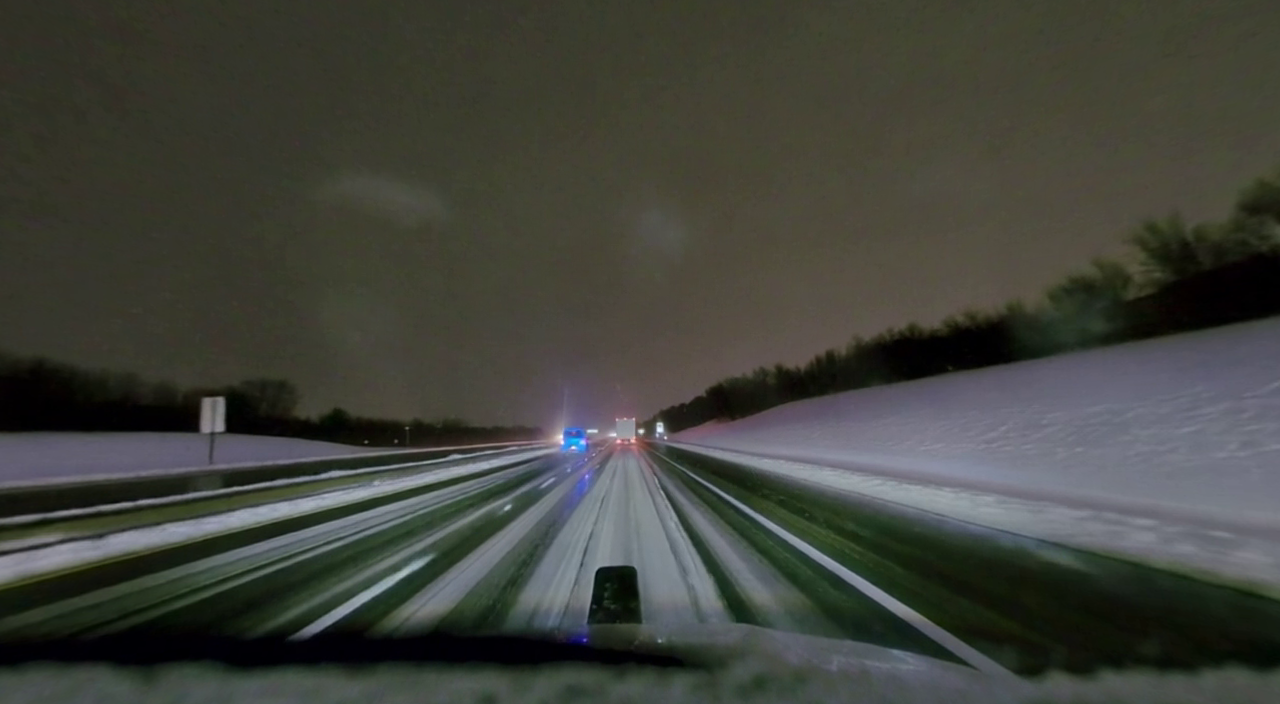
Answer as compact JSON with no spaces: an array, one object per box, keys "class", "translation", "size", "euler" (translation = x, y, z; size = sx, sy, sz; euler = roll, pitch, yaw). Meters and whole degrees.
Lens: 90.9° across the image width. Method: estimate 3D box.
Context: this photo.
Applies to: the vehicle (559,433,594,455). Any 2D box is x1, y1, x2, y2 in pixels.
[{"class":"vehicle","translation":[-4.733,6.879,47.418],"size":[2.302,1.523,4.383],"euler":[0,-8,-1]}]
